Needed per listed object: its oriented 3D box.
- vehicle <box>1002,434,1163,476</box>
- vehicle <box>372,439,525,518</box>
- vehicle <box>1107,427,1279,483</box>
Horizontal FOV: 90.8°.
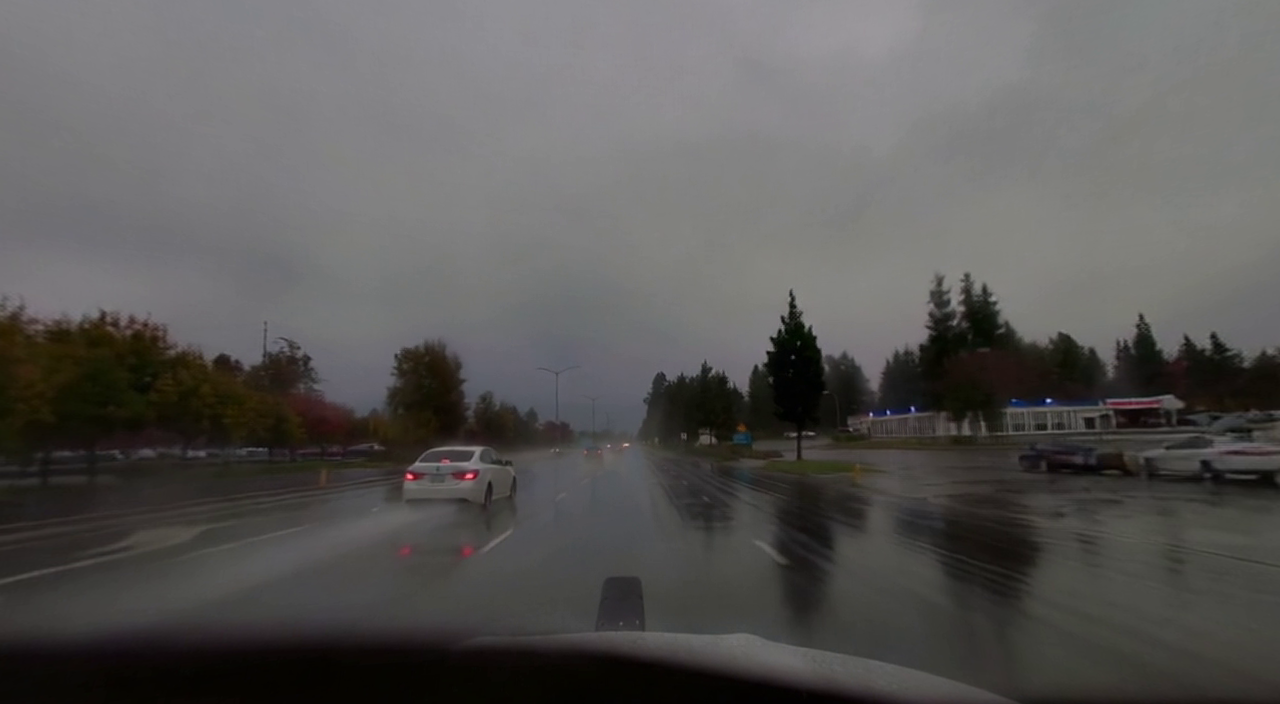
[{"bbox_3d":[16.266,3.810,23.427,4.429,1.459,1.967,0,-9,2],"label":"vehicle"},{"bbox_3d":[-4.009,2.709,14.134,2.003,1.454,4.484,0,-9,0],"label":"vehicle"},{"bbox_3d":[16.084,2.899,17.869,4.197,1.466,1.930,0,-9,-2],"label":"vehicle"}]
